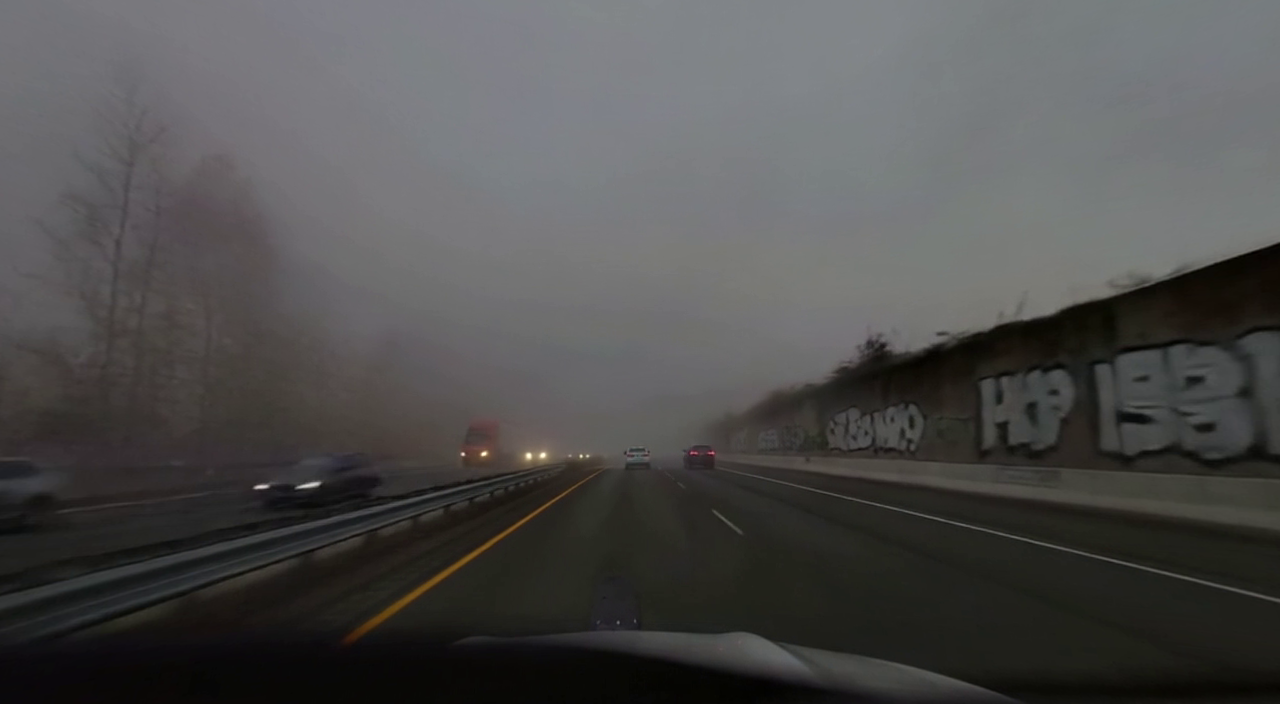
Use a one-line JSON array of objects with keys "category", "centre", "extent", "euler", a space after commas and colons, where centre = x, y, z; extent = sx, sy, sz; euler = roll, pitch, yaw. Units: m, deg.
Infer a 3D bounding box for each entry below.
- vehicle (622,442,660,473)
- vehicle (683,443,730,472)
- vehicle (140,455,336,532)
[{"category": "vehicle", "centre": [0.033, 6.273, 37.480], "extent": [2.095, 1.671, 4.219], "euler": [0, -9, -1]}, {"category": "vehicle", "centre": [3.865, 6.199, 37.062], "extent": [2.303, 1.614, 4.154], "euler": [-1, -9, 0]}, {"category": "vehicle", "centre": [-9.295, 3.254, 15.051], "extent": [1.843, 1.494, 4.347], "euler": [0, -9, 0]}]
